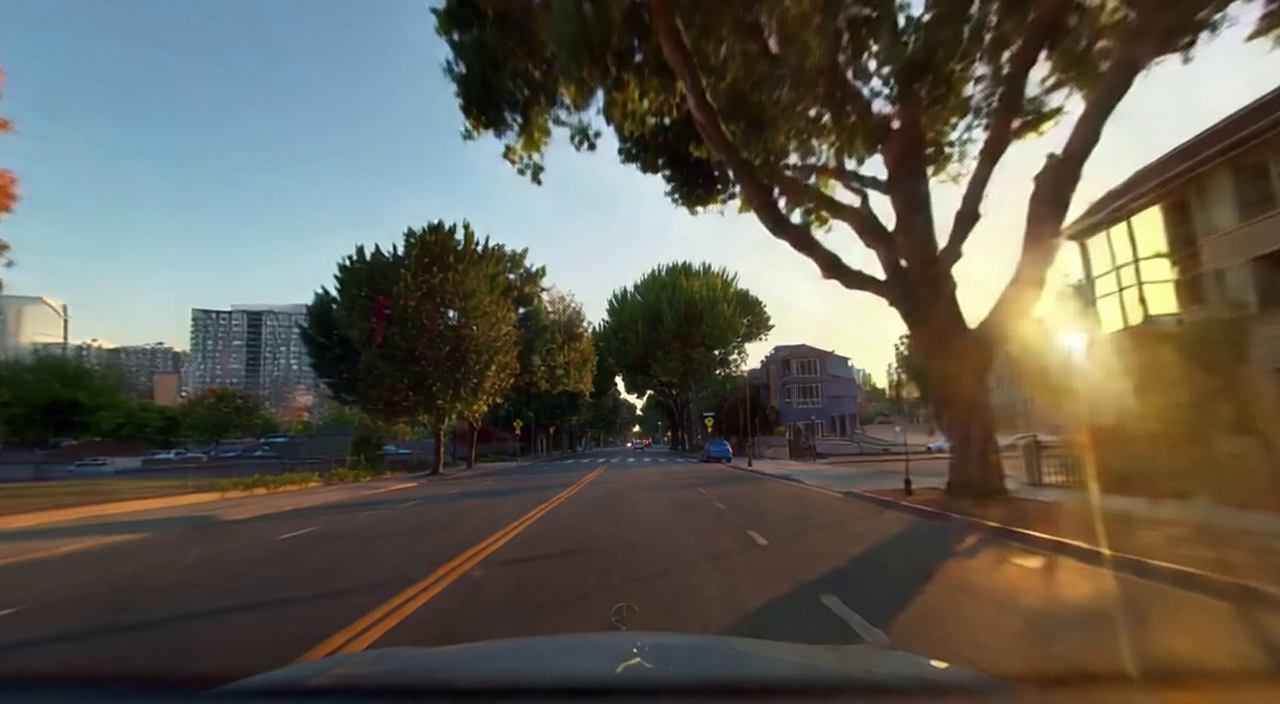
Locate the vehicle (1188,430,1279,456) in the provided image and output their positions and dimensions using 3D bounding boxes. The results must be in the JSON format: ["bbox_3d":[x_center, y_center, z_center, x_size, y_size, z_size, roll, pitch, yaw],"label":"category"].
[{"bbox_3d":[39.475,6.067,41.857,4.244,1.673,1.871,-1,-9,-1],"label":"vehicle"}]

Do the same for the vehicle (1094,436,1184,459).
[{"bbox_3d":[33.310,6.389,42.063,4.305,1.464,1.875,-1,-9,1],"label":"vehicle"}]
